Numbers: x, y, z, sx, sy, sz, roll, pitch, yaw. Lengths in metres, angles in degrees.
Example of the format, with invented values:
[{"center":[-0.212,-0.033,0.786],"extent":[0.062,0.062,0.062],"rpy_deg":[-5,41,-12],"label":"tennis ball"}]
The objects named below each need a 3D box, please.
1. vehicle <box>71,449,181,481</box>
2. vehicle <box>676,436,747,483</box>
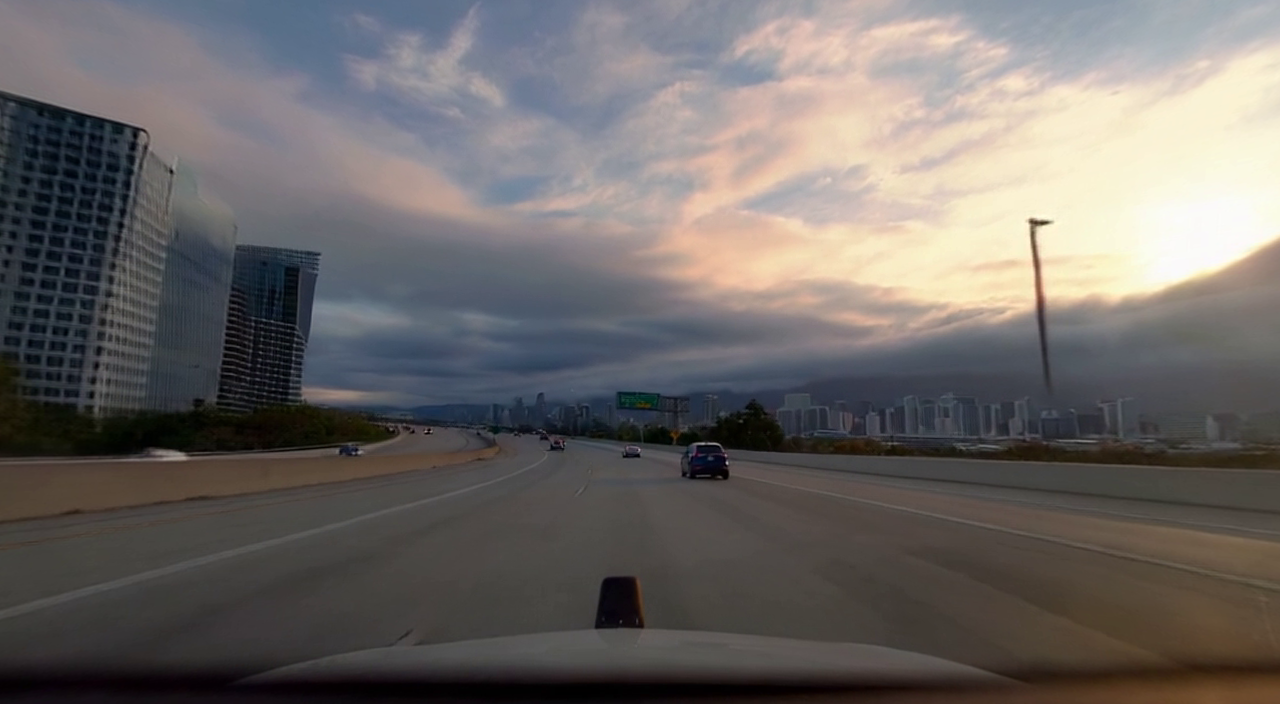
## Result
[{"center":[-25.797,5.659,31.978],"extent":[1.886,1.430,4.564],"rpy_deg":[0,-9,-3],"label":"vehicle"},{"center":[2.852,4.439,26.383],"extent":[2.110,1.780,4.682],"rpy_deg":[0,-9,-4],"label":"vehicle"}]
